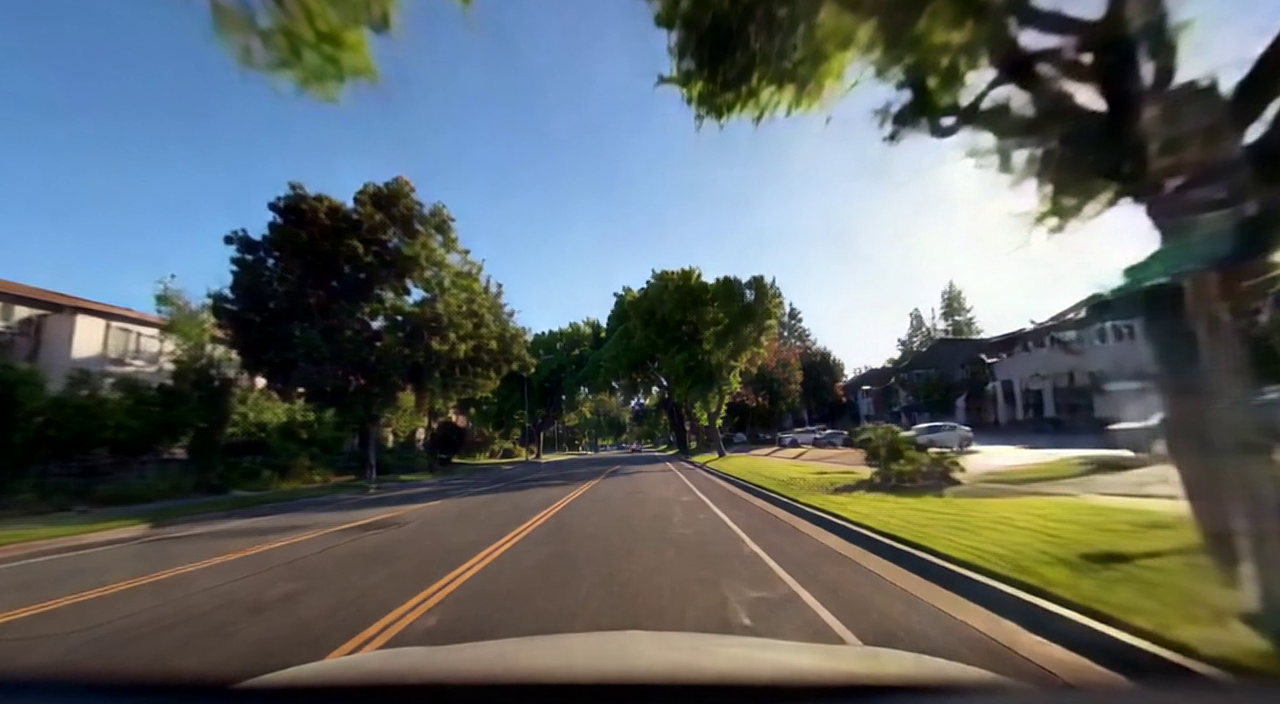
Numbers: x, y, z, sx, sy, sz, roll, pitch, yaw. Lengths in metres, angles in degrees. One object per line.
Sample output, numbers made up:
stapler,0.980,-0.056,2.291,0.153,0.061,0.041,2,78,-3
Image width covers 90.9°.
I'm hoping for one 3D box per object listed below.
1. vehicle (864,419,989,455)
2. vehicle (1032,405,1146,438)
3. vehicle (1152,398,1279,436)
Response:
vehicle,12.688,3.810,28.126,4.529,1.490,2.168,1,-9,-6
vehicle,25.773,4.033,36.284,4.864,1.797,2.150,0,-8,1
vehicle,25.764,2.888,27.732,4.519,1.584,2.108,0,-9,0
